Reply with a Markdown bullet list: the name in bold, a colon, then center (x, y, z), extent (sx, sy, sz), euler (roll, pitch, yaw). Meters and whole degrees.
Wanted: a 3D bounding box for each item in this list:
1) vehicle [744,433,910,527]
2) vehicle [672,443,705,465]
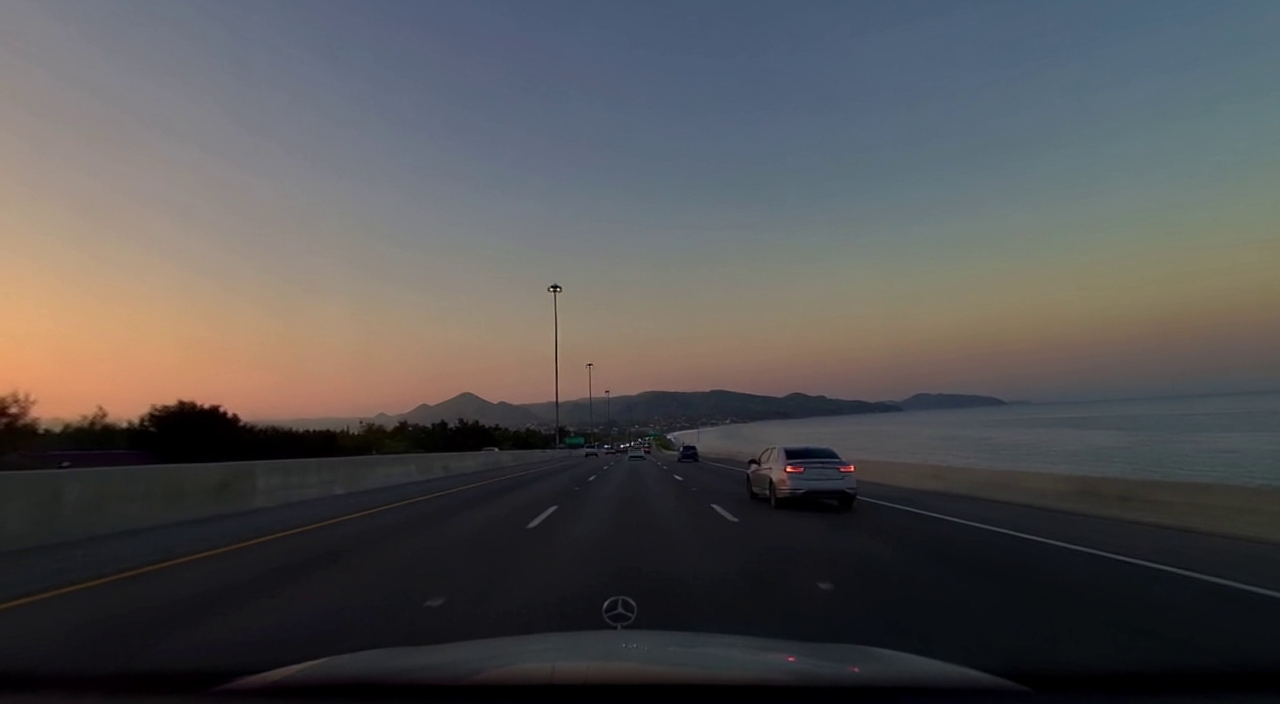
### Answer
- **vehicle**: center (3.390, 2.395, 12.452), extent (1.890, 1.490, 4.373), euler (0, -8, -1)
- **vehicle**: center (3.521, 7.449, 46.466), extent (2.000, 1.533, 4.438), euler (0, -8, -1)
